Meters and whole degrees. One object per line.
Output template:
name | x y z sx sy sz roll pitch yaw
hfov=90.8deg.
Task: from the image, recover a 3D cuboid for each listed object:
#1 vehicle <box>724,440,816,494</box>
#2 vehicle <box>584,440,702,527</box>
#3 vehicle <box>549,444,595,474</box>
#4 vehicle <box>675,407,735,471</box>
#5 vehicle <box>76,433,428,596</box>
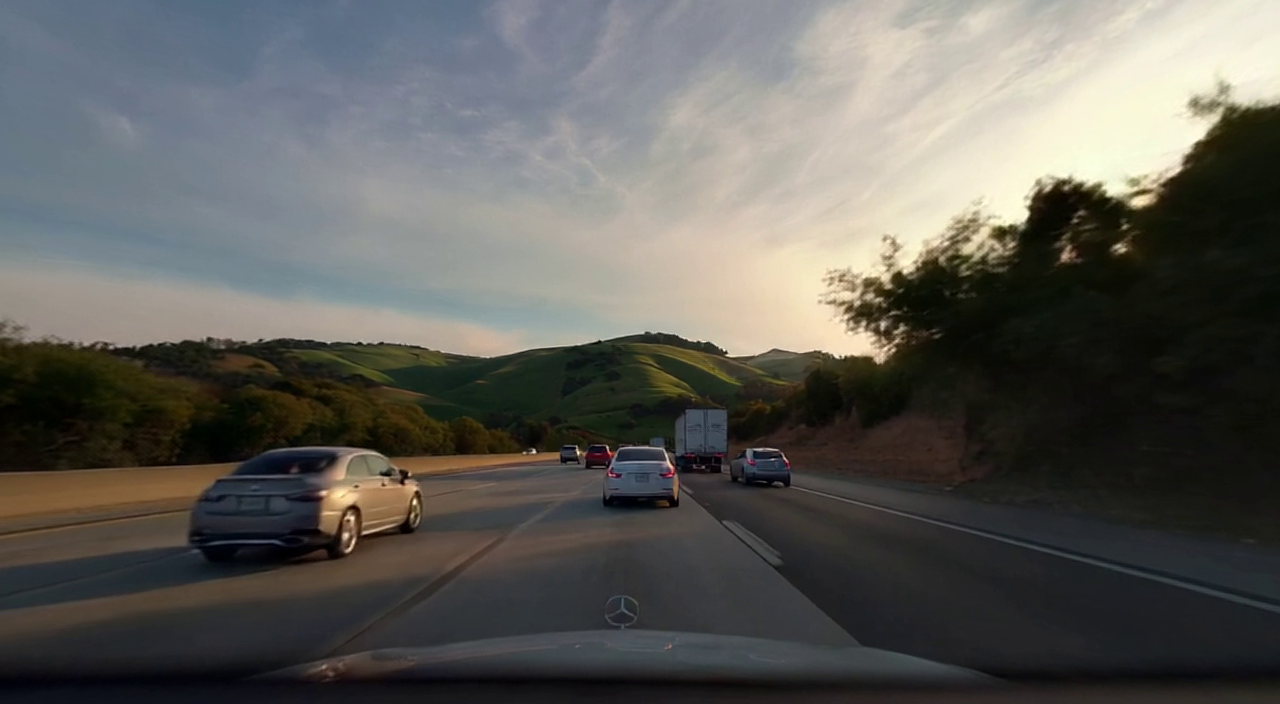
vehicle | 4.183 3.791 21.137 2.029 1.579 4.484 0 -9 -1
vehicle | 0.060 2.582 12.815 2.041 1.484 3.535 0 -9 0
vehicle | -4.077 6.488 38.408 2.211 1.669 4.224 0 -9 1
vehicle | 4.586 6.795 48.301 3.194 4.038 16.301 0 -9 1
vehicle | -4.258 1.817 7.820 1.848 1.486 3.832 0 -9 1
